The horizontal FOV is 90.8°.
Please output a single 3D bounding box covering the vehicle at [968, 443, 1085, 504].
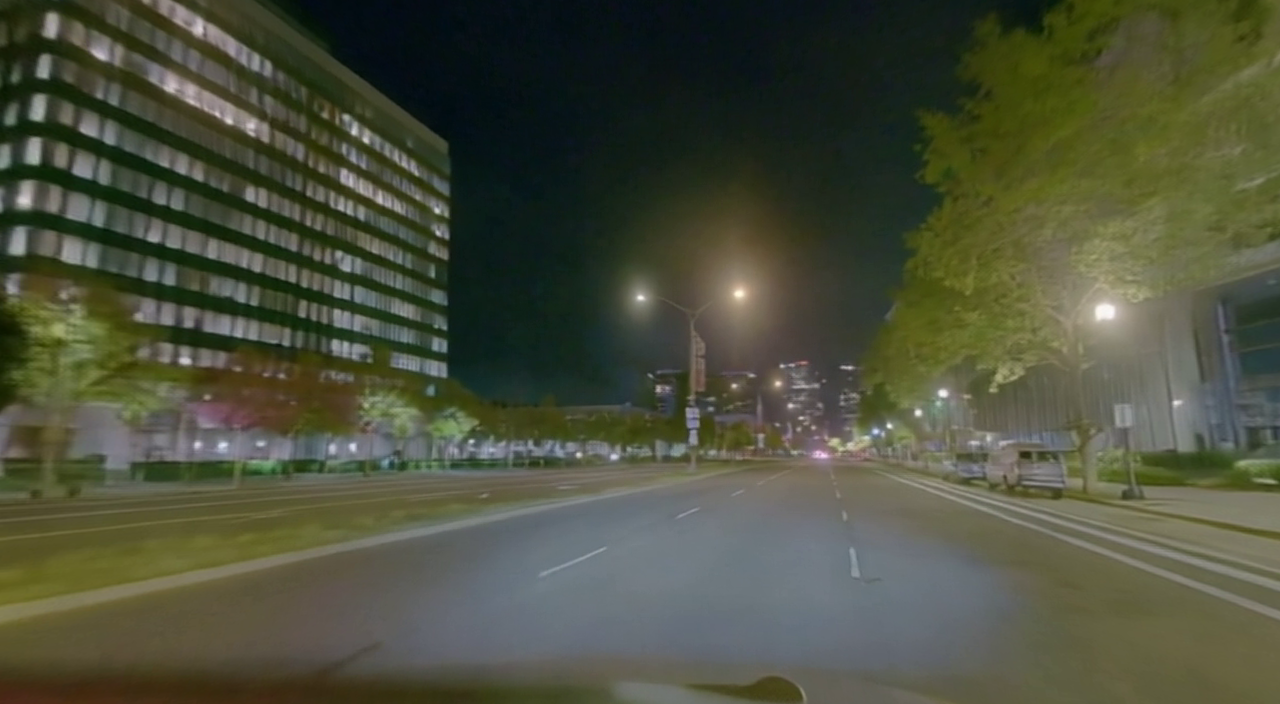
[{"bbox_3d":[13.128,4.077,21.836,2.152,1.869,4.476,-2,-8,14],"label":"vehicle"}]
